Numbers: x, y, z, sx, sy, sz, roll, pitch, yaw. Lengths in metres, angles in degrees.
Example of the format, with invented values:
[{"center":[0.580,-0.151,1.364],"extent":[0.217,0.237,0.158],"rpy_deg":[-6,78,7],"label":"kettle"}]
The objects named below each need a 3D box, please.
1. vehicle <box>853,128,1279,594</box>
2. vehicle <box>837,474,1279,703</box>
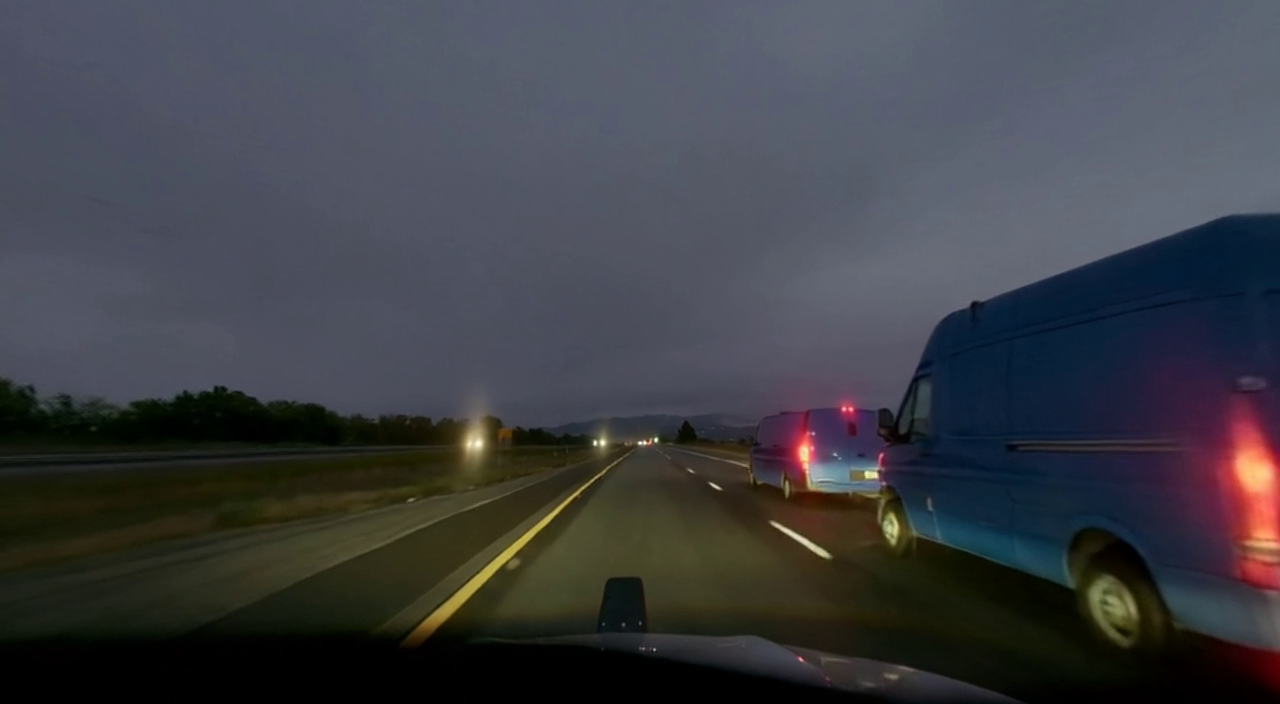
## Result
[{"center":[4.061,0.378,5.457],"extent":[2.444,2.053,5.616],"rpy_deg":[0,-7,0],"label":"vehicle"},{"center":[3.980,1.649,5.398],"extent":[2.702,0.824,6.391],"rpy_deg":[0,-8,1],"label":"vehicle"}]
